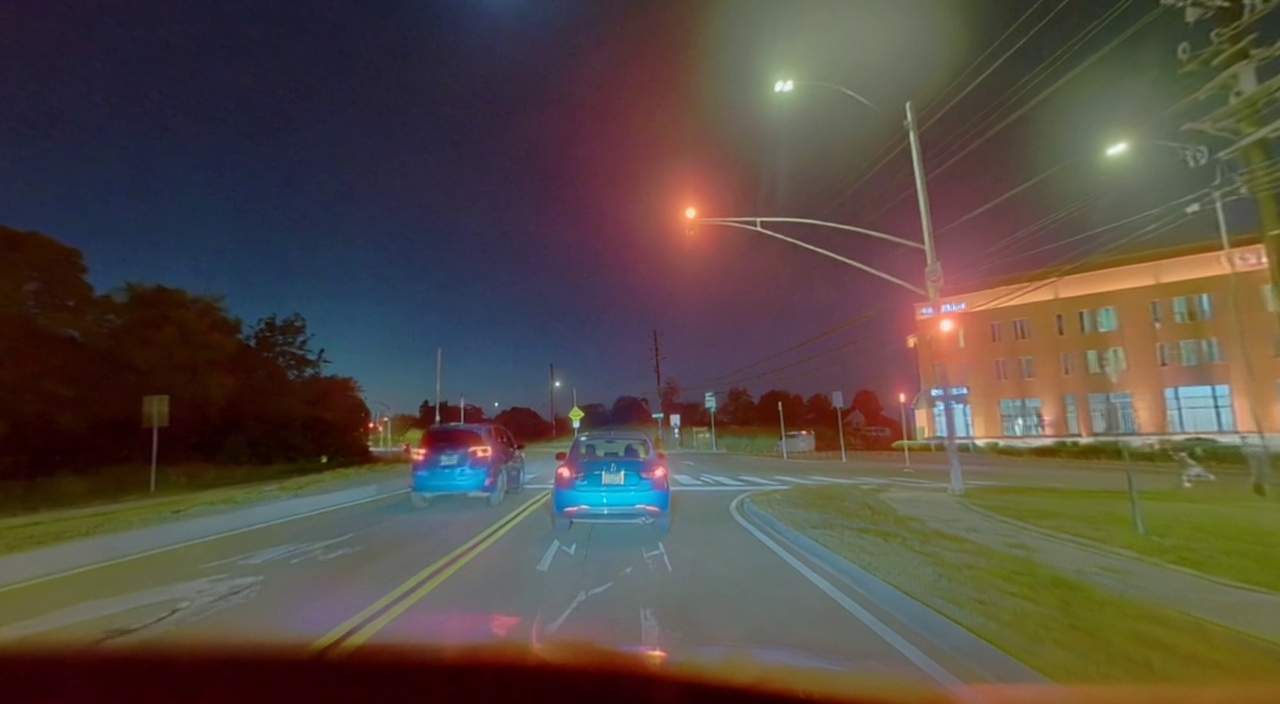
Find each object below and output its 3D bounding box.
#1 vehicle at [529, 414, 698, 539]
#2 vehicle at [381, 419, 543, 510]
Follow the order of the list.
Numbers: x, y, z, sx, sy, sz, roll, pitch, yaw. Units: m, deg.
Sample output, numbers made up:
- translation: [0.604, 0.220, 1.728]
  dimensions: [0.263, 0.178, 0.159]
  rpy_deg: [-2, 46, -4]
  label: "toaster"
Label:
- translation: [-0.334, 1.819, 9.813]
  dimensions: [2.123, 1.566, 3.662]
  rpy_deg: [0, -8, 0]
  label: "vehicle"
- translation: [-3.437, 2.260, 13.180]
  dimensions: [2.097, 1.573, 4.284]
  rpy_deg: [0, -8, 0]
  label: "vehicle"
